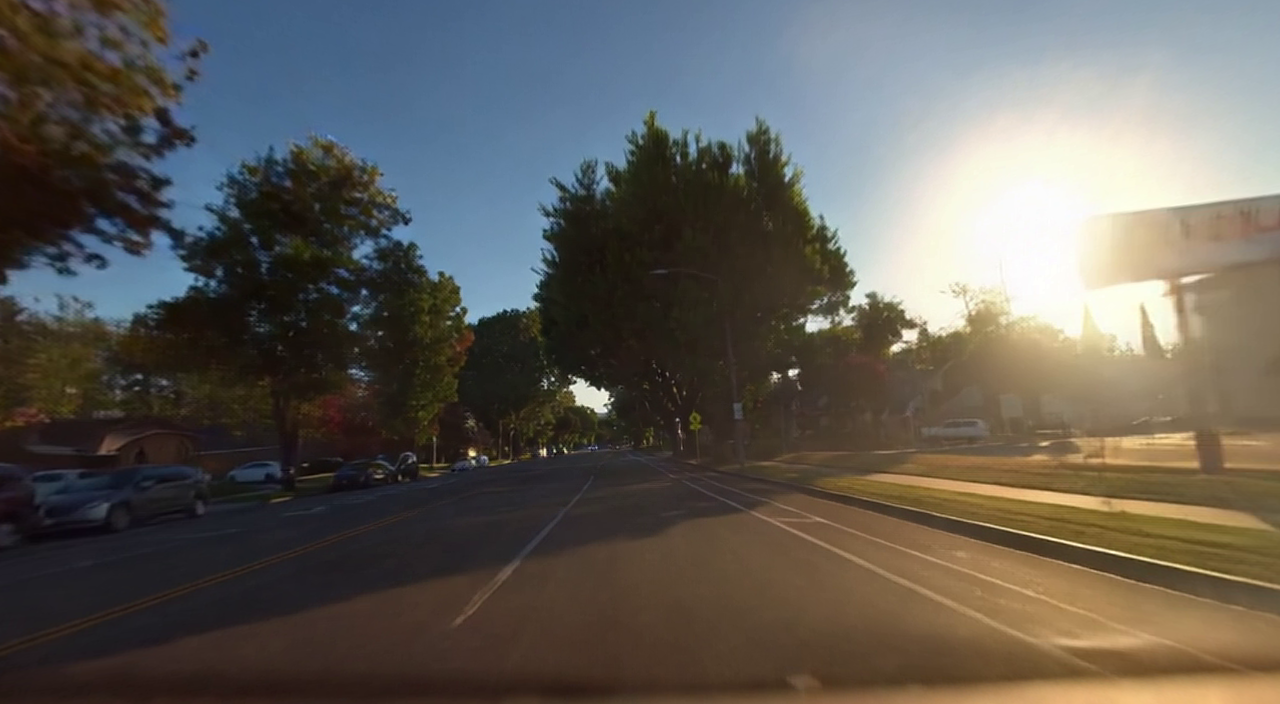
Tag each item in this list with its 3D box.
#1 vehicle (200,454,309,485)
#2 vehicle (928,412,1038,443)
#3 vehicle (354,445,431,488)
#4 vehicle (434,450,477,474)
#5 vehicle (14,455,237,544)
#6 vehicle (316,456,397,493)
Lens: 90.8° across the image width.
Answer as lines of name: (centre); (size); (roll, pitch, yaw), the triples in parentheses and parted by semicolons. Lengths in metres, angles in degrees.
vehicle: (-25.409, 7.717, 41.786); (5.661, 1.896, 2.302); (0, -8, -2)
vehicle: (23.879, 5.357, 44.264); (2.392, 1.996, 6.238); (5, -10, -33)
vehicle: (-13.267, 6.134, 34.216); (2.351, 1.905, 5.138); (-4, -9, -4)
vehicle: (-13.673, 8.180, 47.214); (1.897, 1.564, 4.875); (0, -8, -2)
vehicle: (-12.490, 3.535, 15.840); (2.076, 1.681, 4.423); (-4, -8, -3)
vehicle: (-12.935, 5.602, 29.155); (1.958, 1.457, 4.254); (0, -8, -3)
